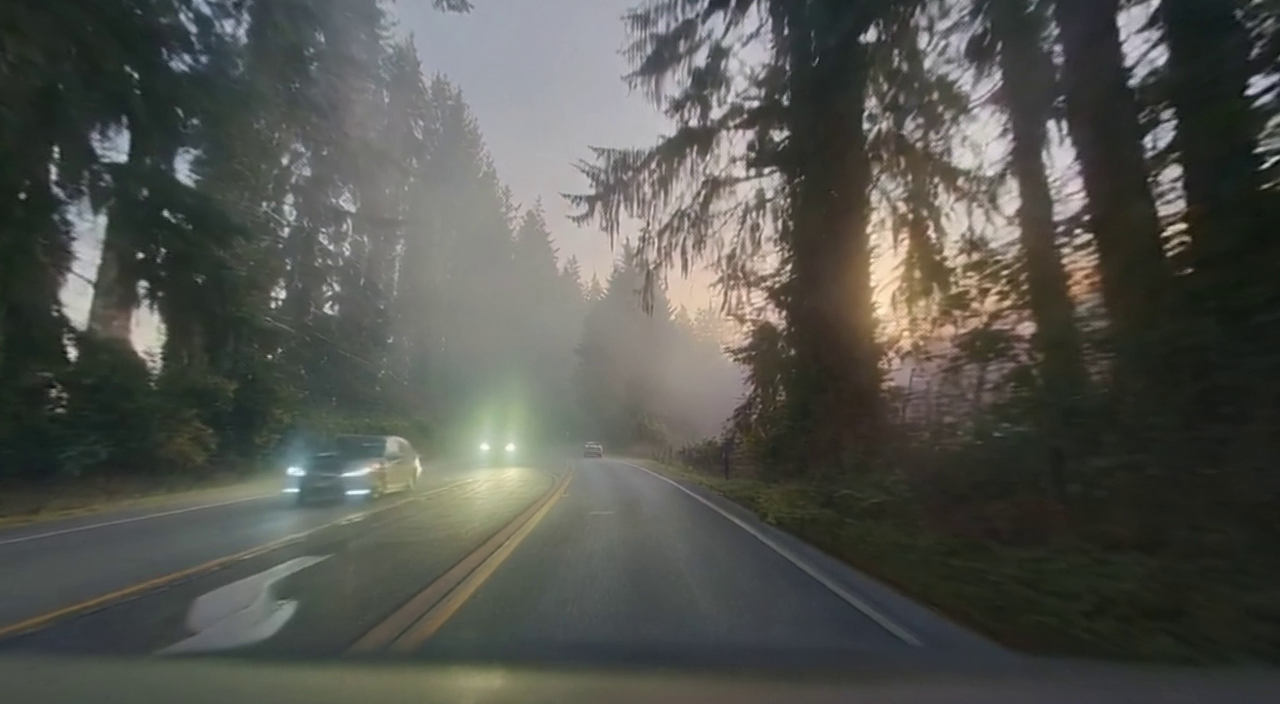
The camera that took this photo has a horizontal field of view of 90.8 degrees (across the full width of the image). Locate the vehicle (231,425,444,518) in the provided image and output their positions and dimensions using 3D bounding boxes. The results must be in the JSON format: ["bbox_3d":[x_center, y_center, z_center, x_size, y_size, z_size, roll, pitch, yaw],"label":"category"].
[{"bbox_3d":[-5.630,2.283,12.584,2.139,1.498,4.453,0,-8,-2],"label":"vehicle"}]

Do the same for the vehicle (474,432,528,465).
[{"bbox_3d":[-7.813,5.461,35.940,2.318,1.754,4.328,1,-8,-4],"label":"vehicle"}]
